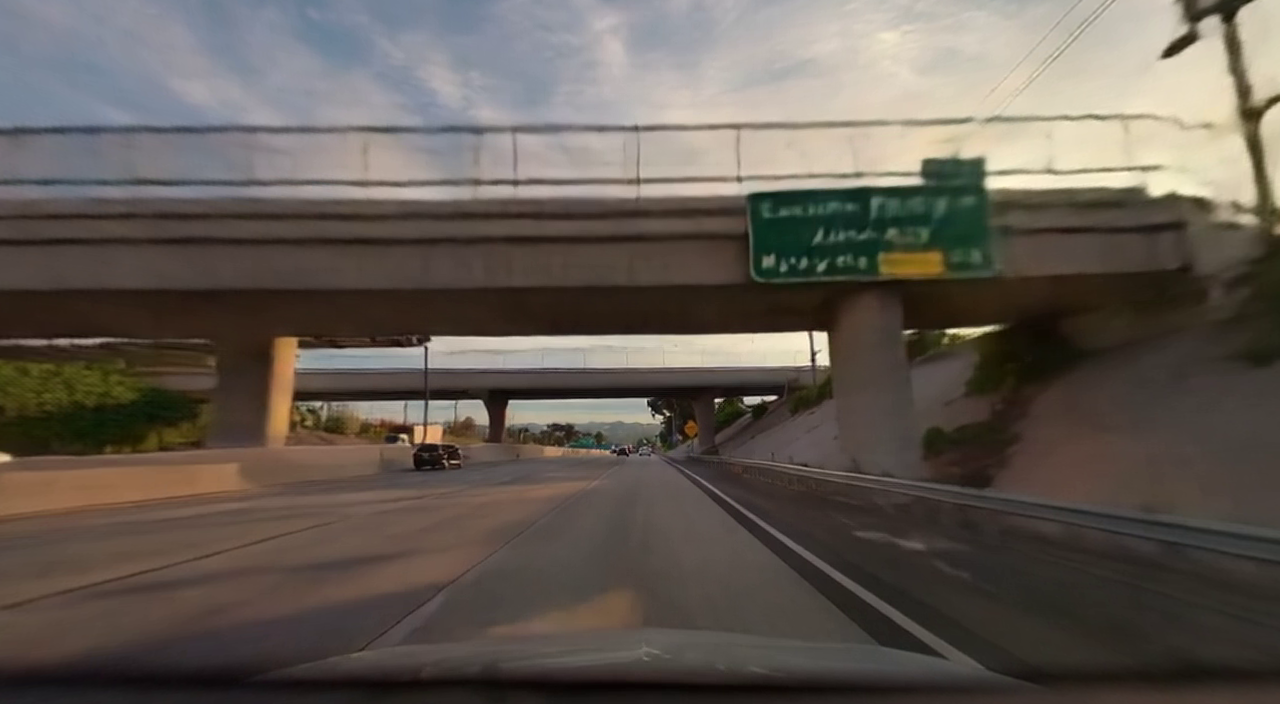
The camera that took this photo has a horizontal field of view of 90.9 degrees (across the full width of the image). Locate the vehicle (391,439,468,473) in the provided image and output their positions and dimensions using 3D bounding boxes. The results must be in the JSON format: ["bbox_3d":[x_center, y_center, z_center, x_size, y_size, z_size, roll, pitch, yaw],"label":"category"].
[{"bbox_3d":[-10.044,4.985,30.477,2.056,1.476,4.562,0,-8,1],"label":"vehicle"}]
